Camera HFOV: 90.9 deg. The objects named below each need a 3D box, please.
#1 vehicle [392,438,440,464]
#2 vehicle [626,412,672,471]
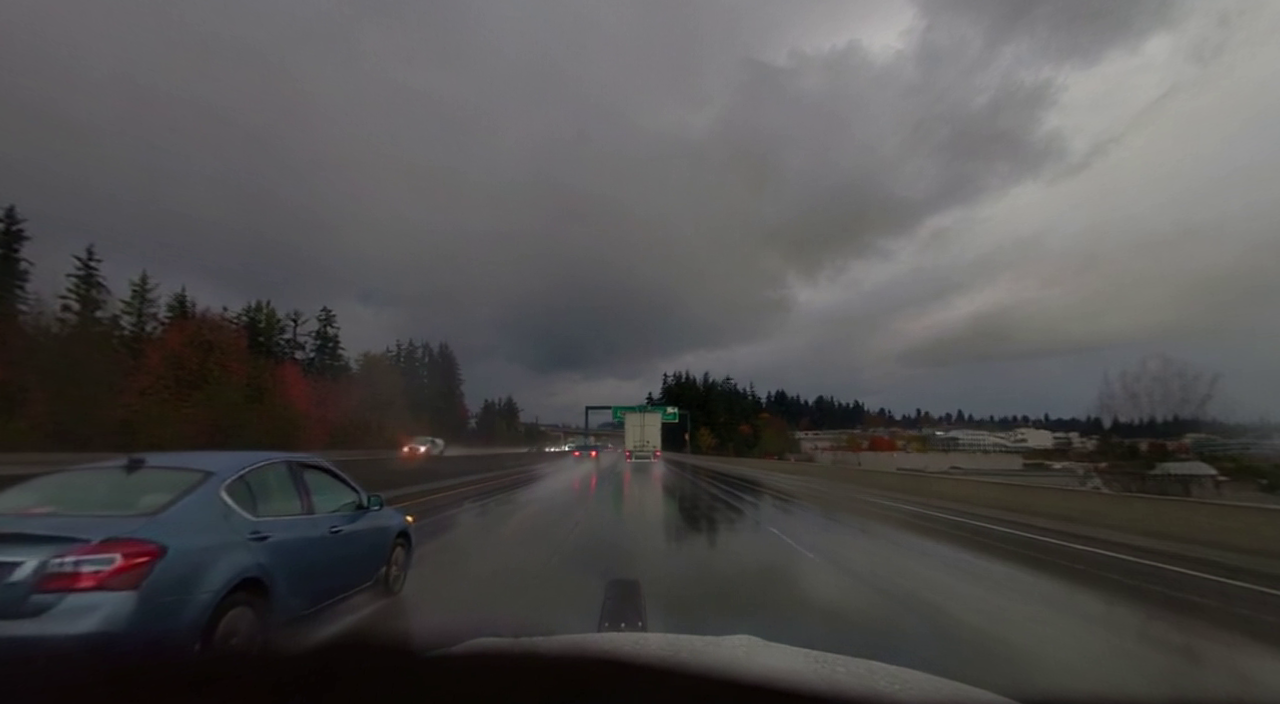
[{"bbox_3d":[-17.055,7.577,48.255,2.073,1.817,4.402,0,-9,0],"label":"vehicle"},{"bbox_3d":[0.473,6.288,43.841,2.893,3.628,9.081,0,-9,-1],"label":"vehicle"}]
